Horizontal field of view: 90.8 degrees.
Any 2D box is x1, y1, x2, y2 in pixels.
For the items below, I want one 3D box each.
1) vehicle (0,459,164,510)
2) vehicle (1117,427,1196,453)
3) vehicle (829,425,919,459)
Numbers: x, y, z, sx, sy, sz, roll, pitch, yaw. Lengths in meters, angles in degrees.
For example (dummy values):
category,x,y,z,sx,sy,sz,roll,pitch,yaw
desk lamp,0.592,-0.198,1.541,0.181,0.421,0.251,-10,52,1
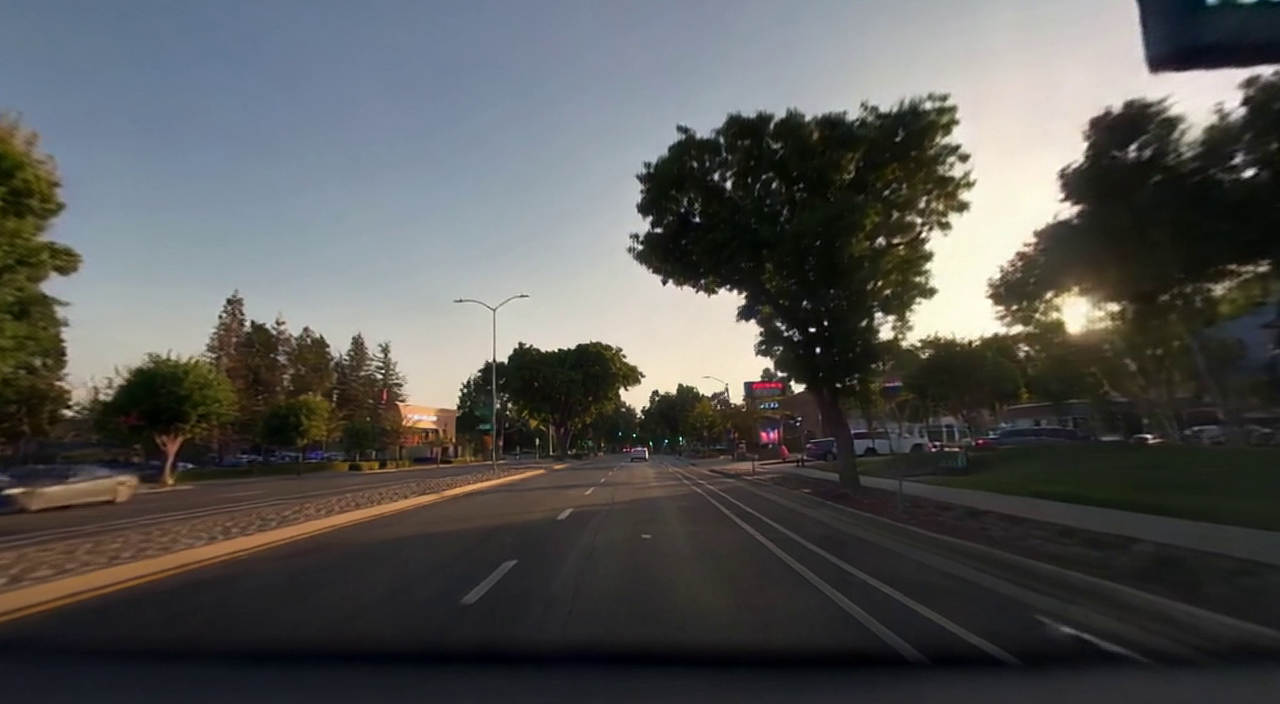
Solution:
category,x,y,z,sx,sy,sz,roll,pitch,yaw
vehicle,-19.041,4.468,21.716,1.825,1.457,4.454,0,-9,0
vehicle,33.086,5.698,40.619,1.780,1.456,4.390,-6,-10,8
vehicle,13.734,5.327,37.246,4.514,1.929,1.991,1,-9,-4
